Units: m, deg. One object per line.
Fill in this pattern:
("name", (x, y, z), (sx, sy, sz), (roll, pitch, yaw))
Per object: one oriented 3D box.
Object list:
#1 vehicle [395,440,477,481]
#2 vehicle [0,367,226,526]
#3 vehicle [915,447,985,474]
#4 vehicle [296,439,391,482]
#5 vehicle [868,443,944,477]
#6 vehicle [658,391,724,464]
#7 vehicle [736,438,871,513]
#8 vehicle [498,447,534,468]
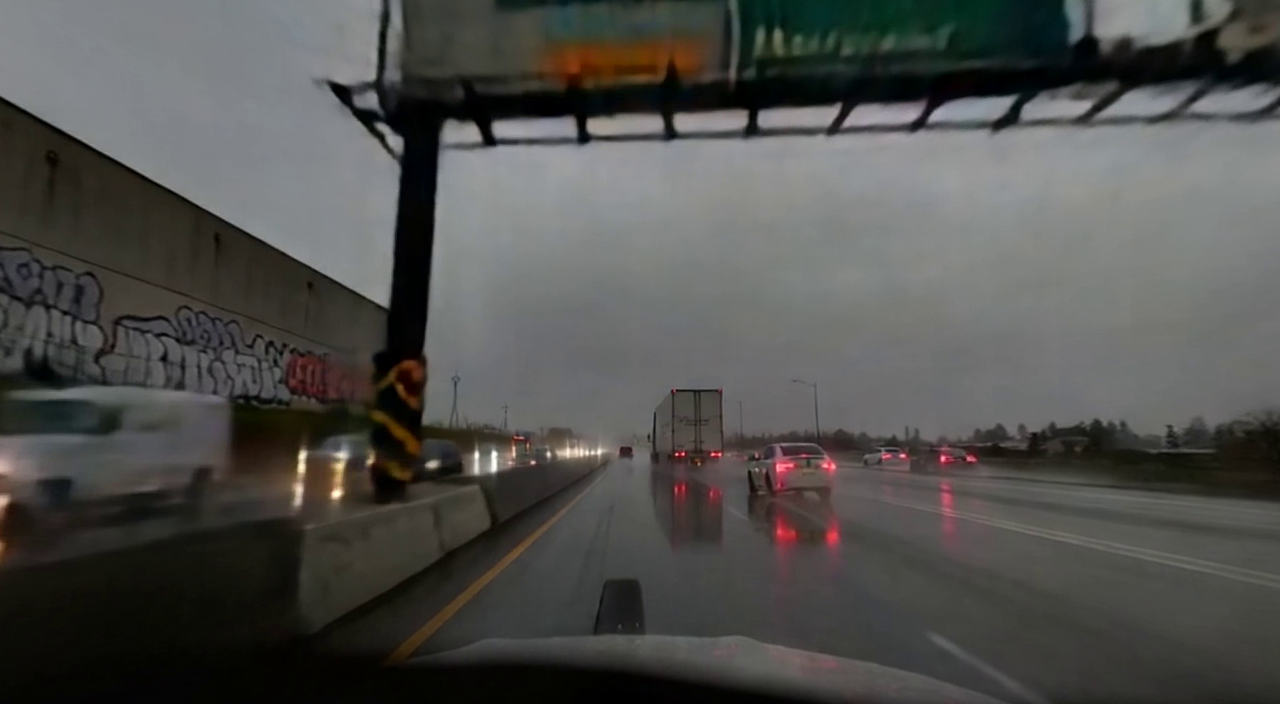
("vehicle", (-8.600, 4.601, 26.854), (2.040, 1.571, 4.457), (0, -9, -1))
("vehicle", (-12.240, 2.070, 13.613), (2.334, 2.718, 6.105), (0, -9, -1))
("vehicle", (18.258, 6.402, 37.197), (1.811, 1.499, 4.472), (0, -9, -1))
("vehicle", (-12.833, 4.718, 27.451), (1.945, 1.708, 4.530), (0, -9, 0))
("vehicle", (14.131, 5.744, 33.546), (2.107, 1.648, 4.324), (0, -9, -1))
("vehicle", (3.317, 5.914, 46.699), (3.317, 4.314, 17.803), (0, -9, 0))
("vehicle", (3.876, 3.011, 15.790), (2.085, 1.588, 4.436), (0, -9, -2))
("vehicle", (-9.294, 7.924, 47.200), (1.874, 1.494, 4.394), (0, -9, -1))
